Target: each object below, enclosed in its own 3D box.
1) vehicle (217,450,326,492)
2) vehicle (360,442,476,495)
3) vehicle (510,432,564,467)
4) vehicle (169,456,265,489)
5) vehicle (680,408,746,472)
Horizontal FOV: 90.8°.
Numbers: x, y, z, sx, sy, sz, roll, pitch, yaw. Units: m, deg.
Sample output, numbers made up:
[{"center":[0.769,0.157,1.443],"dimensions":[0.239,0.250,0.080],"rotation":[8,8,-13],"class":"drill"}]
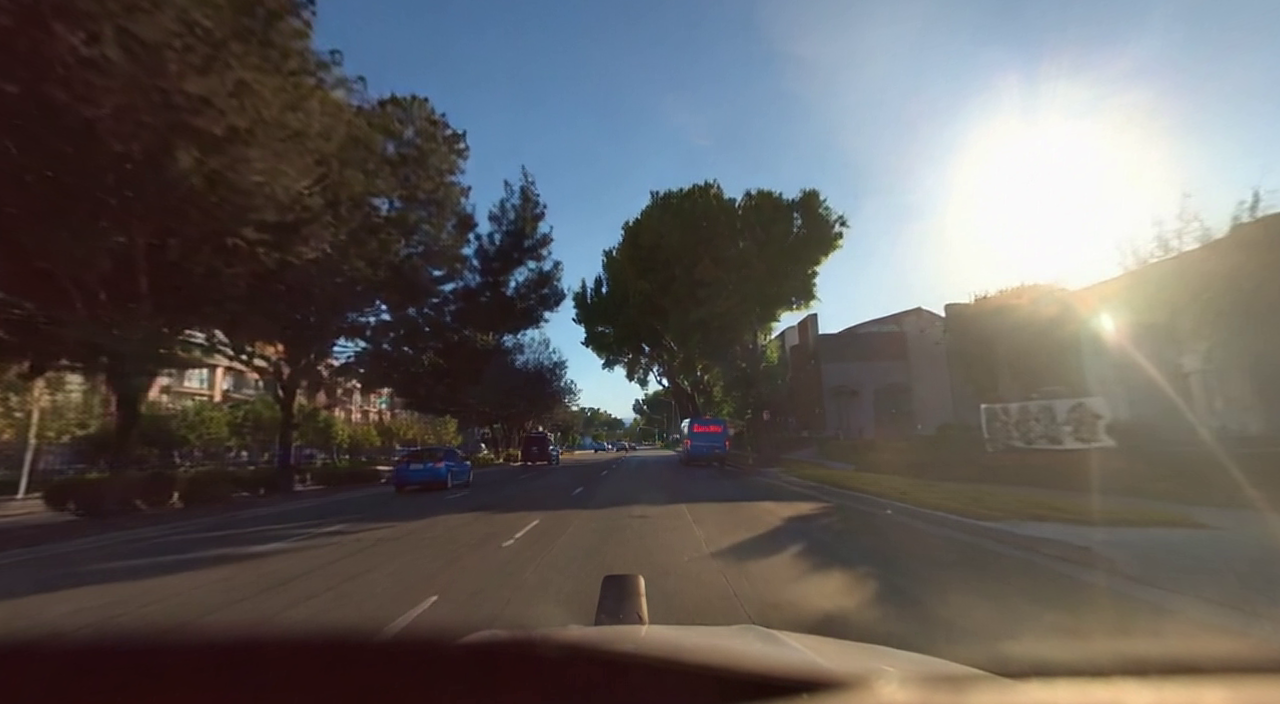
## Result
[{"center":[-15.061,4.838,26.129],"dimensions":[1.838,1.549,4.283],"rotation":[0,-9,1],"class":"vehicle"},{"center":[-6.743,3.564,19.790],"dimensions":[1.970,1.456,4.441],"rotation":[0,-9,1],"class":"vehicle"},{"center":[-6.445,6.196,40.122],"dimensions":[2.332,2.039,5.678],"rotation":[0,-9,1],"class":"vehicle"},{"center":[-21.781,6.208,32.786],"dimensions":[1.819,1.489,4.509],"rotation":[0,-9,1],"class":"vehicle"},{"center":[3.628,4.559,32.474],"dimensions":[2.791,3.026,4.668],"rotation":[0,-9,0],"class":"vehicle"}]
